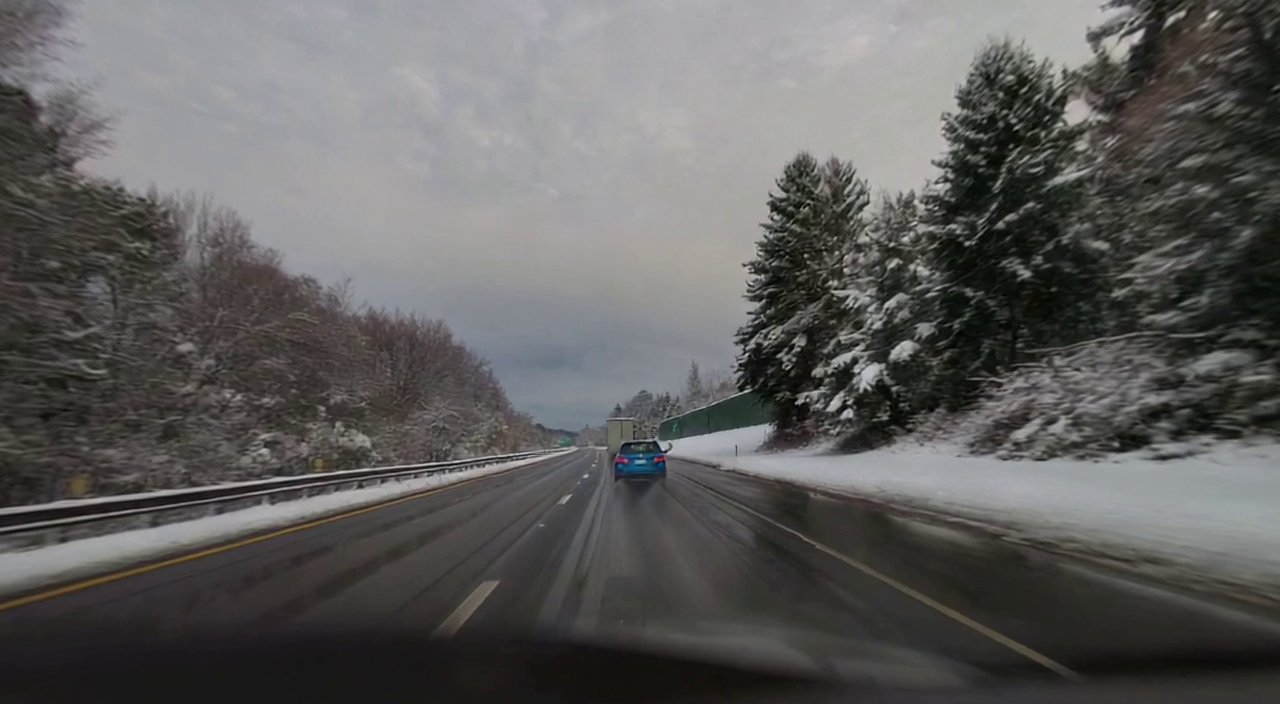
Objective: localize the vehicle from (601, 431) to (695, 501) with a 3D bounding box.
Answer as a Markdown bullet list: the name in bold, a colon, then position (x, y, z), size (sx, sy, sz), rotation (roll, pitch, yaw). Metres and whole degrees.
- **vehicle**: position (0.061, 2.790, 15.845), size (2.057, 1.516, 4.065), rotation (1, -8, -3)
